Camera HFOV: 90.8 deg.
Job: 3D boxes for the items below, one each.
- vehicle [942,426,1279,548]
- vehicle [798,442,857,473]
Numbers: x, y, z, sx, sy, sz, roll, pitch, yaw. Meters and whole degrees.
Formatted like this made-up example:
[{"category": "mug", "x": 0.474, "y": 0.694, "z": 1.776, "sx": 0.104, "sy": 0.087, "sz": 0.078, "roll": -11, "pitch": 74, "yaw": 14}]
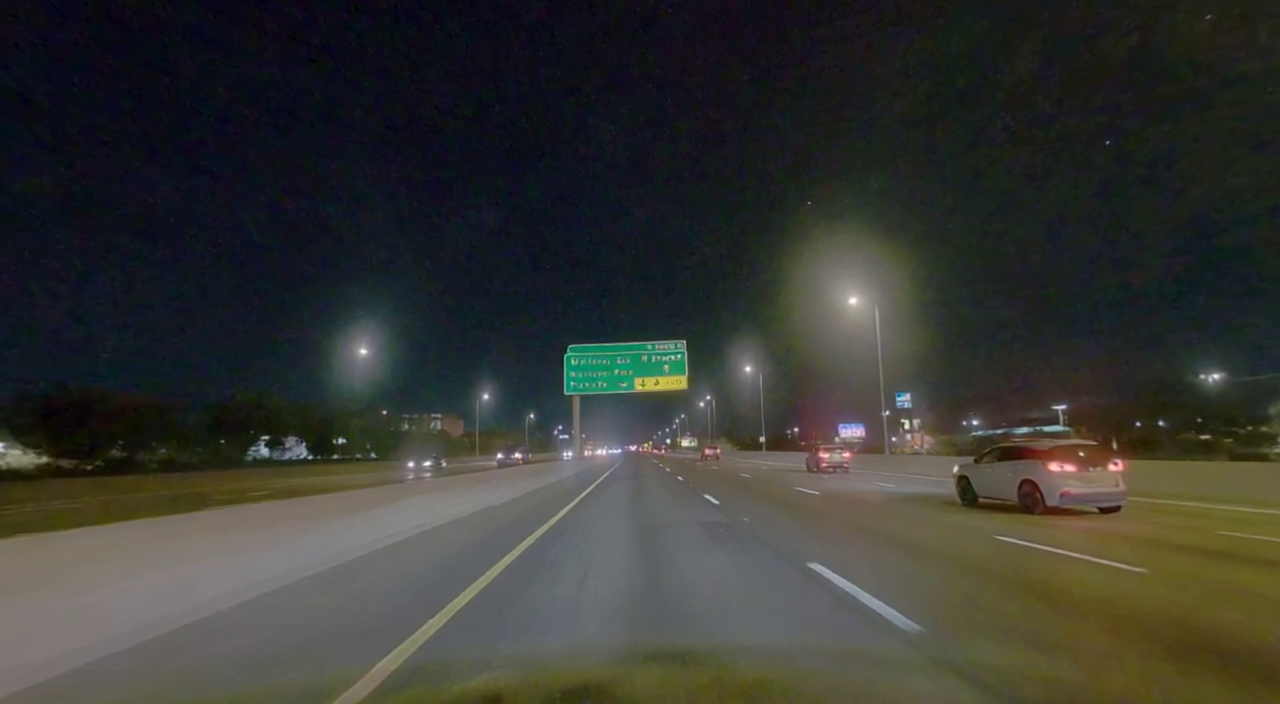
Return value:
[{"category": "vehicle", "x": 7.207, "y": 2.089, "z": 10.529, "sx": 1.901, "sy": 1.548, "sz": 4.684, "roll": 0, "pitch": -9, "yaw": -2}, {"category": "vehicle", "x": 10.978, "y": 6.177, "z": 37.294, "sx": 2.068, "sy": 1.680, "sz": 4.361, "roll": -1, "pitch": -8, "yaw": 0}]
